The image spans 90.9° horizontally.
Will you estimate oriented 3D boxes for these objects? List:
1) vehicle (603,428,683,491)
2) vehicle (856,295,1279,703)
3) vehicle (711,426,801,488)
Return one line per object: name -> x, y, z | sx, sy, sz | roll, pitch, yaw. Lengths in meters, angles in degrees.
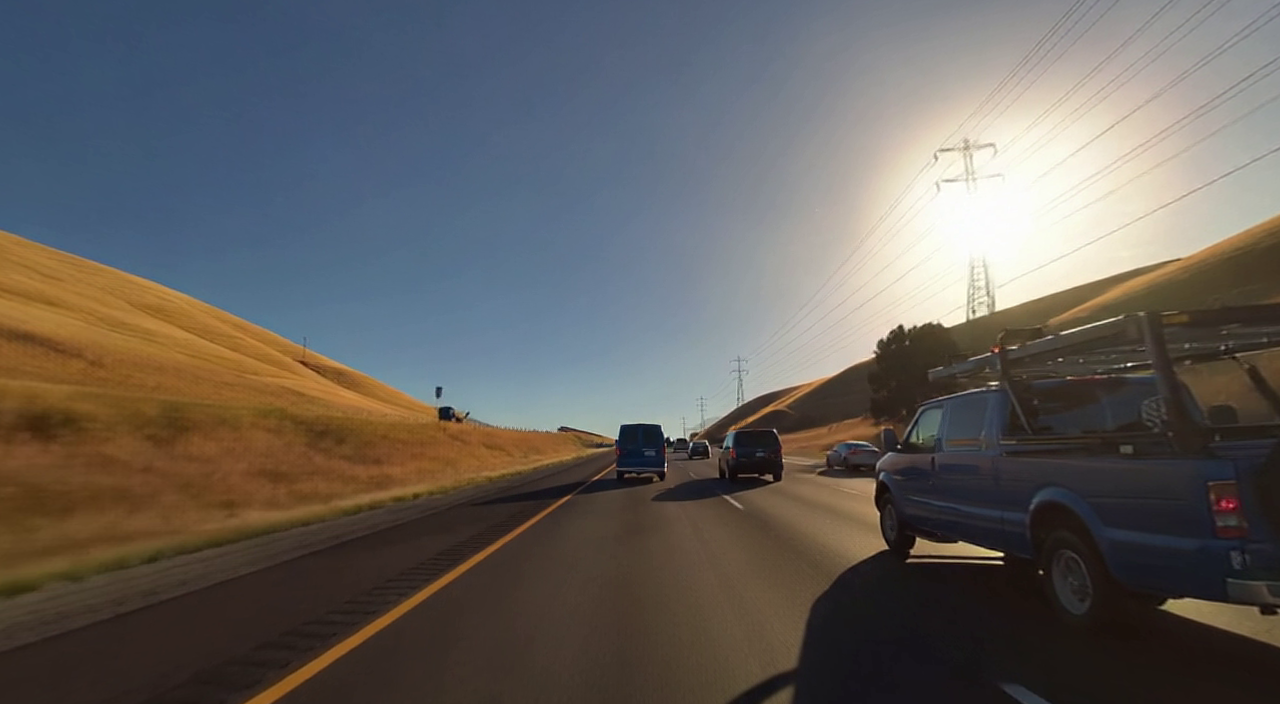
vehicle -> 0.107, 3.422, 20.356 | 2.268, 1.772, 4.523 | 0, -8, 0
vehicle -> 3.894, 1.026, 4.487 | 2.691, 1.901, 5.744 | 0, -8, 0
vehicle -> 3.708, 3.454, 21.016 | 2.139, 1.821, 4.480 | 0, -8, 0
